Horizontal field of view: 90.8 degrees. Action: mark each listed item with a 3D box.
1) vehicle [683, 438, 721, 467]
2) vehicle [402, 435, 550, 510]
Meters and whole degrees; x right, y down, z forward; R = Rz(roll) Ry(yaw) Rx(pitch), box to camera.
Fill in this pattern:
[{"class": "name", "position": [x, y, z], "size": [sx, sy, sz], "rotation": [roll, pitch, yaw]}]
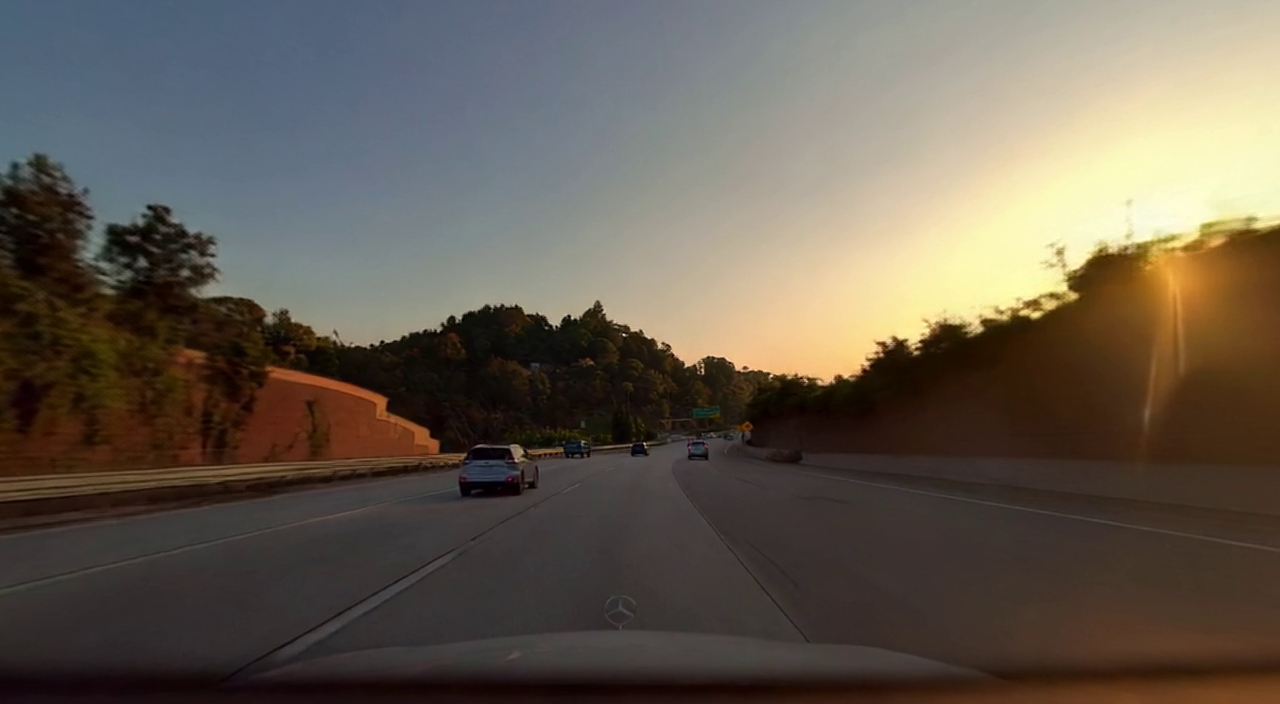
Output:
[{"class": "vehicle", "position": [4.056, 6.649, 41.967], "size": [2.211, 1.814, 4.404], "rotation": [0, -9, 2]}, {"class": "vehicle", "position": [-3.594, 2.744, 14.891], "size": [2.192, 1.482, 4.454], "rotation": [0, -9, 1]}]
